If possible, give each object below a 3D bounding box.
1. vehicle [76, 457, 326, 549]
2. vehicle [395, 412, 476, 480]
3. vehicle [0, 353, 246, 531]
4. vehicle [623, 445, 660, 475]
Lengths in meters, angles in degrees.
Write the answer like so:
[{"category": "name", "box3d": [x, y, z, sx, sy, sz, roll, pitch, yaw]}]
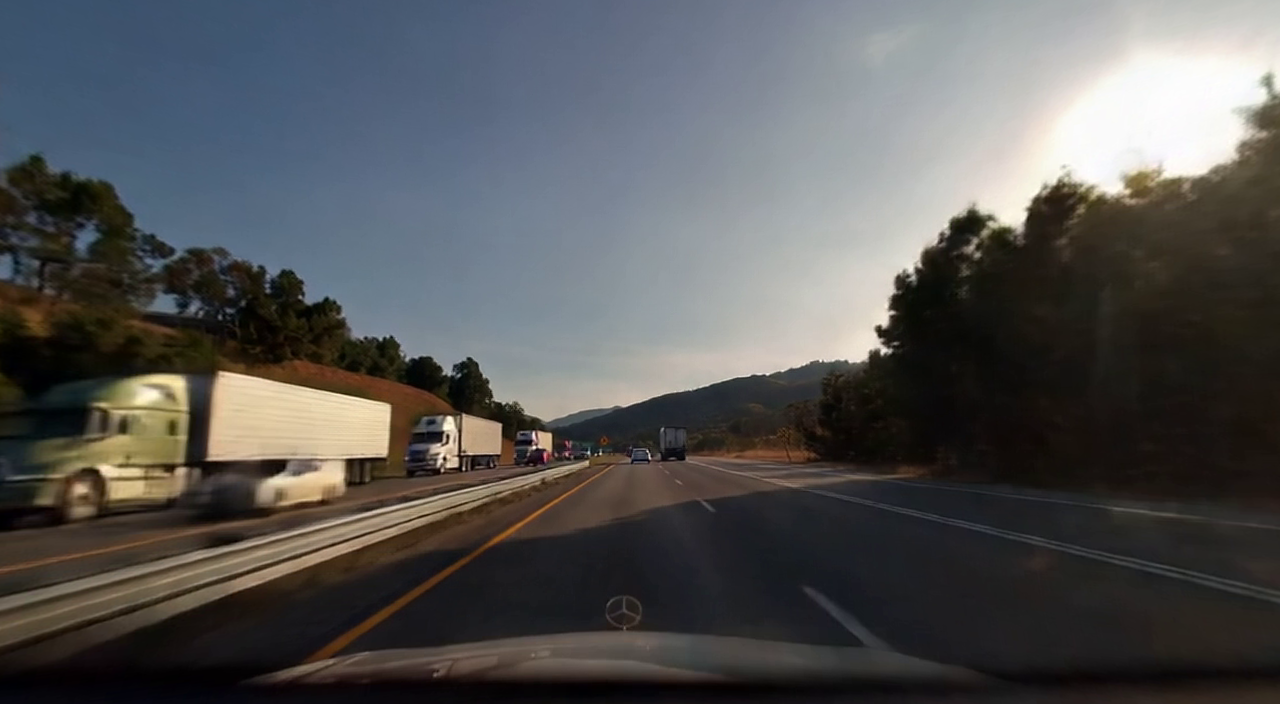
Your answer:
[{"category": "vehicle", "box3d": [-8.461, 2.896, 12.811, 1.911, 1.442, 4.392, 0, -9, 0]}, {"category": "vehicle", "box3d": [-12.790, 5.979, 40.182, 3.002, 3.963, 6.351, 0, -9, -1]}, {"category": "vehicle", "box3d": [-14.295, 2.444, 17.205, 2.937, 3.963, 5.873, -1, -9, 3]}, {"category": "vehicle", "box3d": [0.073, 6.494, 38.303, 2.137, 1.689, 4.051, 0, -9, -1]}]
